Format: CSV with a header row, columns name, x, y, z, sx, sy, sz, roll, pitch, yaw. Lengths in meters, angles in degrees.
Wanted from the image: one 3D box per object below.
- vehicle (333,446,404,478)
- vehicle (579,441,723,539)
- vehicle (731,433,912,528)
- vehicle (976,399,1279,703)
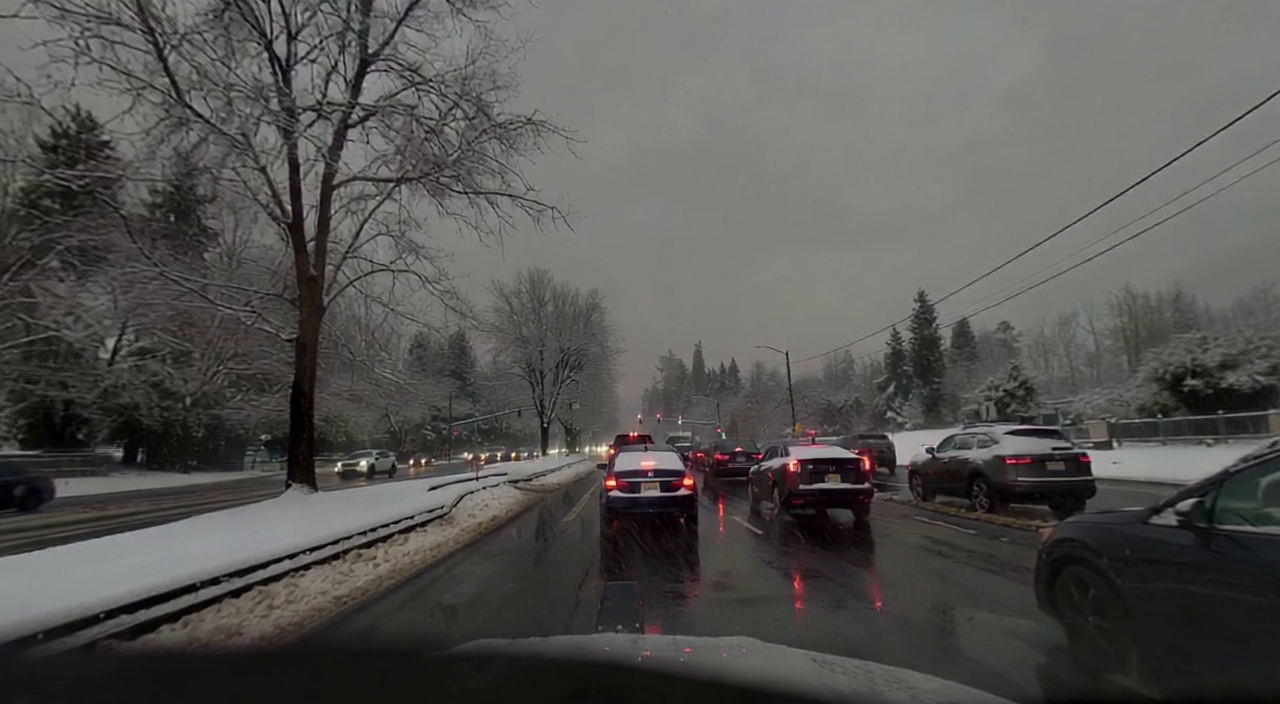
name,x,y,z,sx,sy,sz,roll,pitch,yaw
vehicle,-15.711,6.355,36.838,2.080,1.738,4.686,0,-9,0
vehicle,0.088,2.225,10.850,1.990,1.347,4.067,0,-9,-2
vehicle,3.183,2.376,12.362,1.970,1.445,4.974,0,-9,-1
vehicle,3.482,0.904,2.317,1.959,1.472,4.571,0,-9,0
